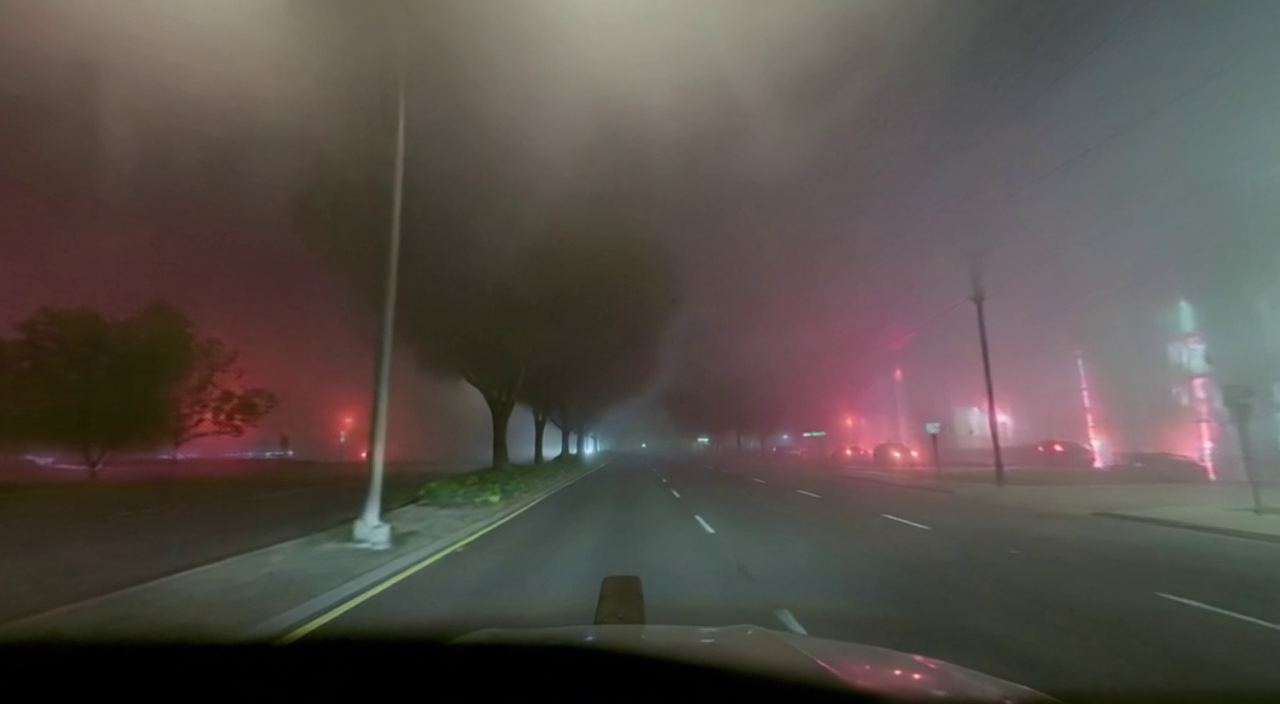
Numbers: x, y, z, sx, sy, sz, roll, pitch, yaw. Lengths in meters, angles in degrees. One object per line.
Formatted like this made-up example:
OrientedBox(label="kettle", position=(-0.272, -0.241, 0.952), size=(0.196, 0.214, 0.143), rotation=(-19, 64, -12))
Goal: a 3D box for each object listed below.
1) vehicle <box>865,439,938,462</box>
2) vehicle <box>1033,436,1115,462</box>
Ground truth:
OrientedBox(label="vehicle", position=(20.123, 7.627, 48.793), size=(4.661, 1.710, 2.127), rotation=(0, -9, -1))
OrientedBox(label="vehicle", position=(29.260, 6.511, 42.635), size=(4.279, 1.648, 1.982), rotation=(1, -9, -10))
